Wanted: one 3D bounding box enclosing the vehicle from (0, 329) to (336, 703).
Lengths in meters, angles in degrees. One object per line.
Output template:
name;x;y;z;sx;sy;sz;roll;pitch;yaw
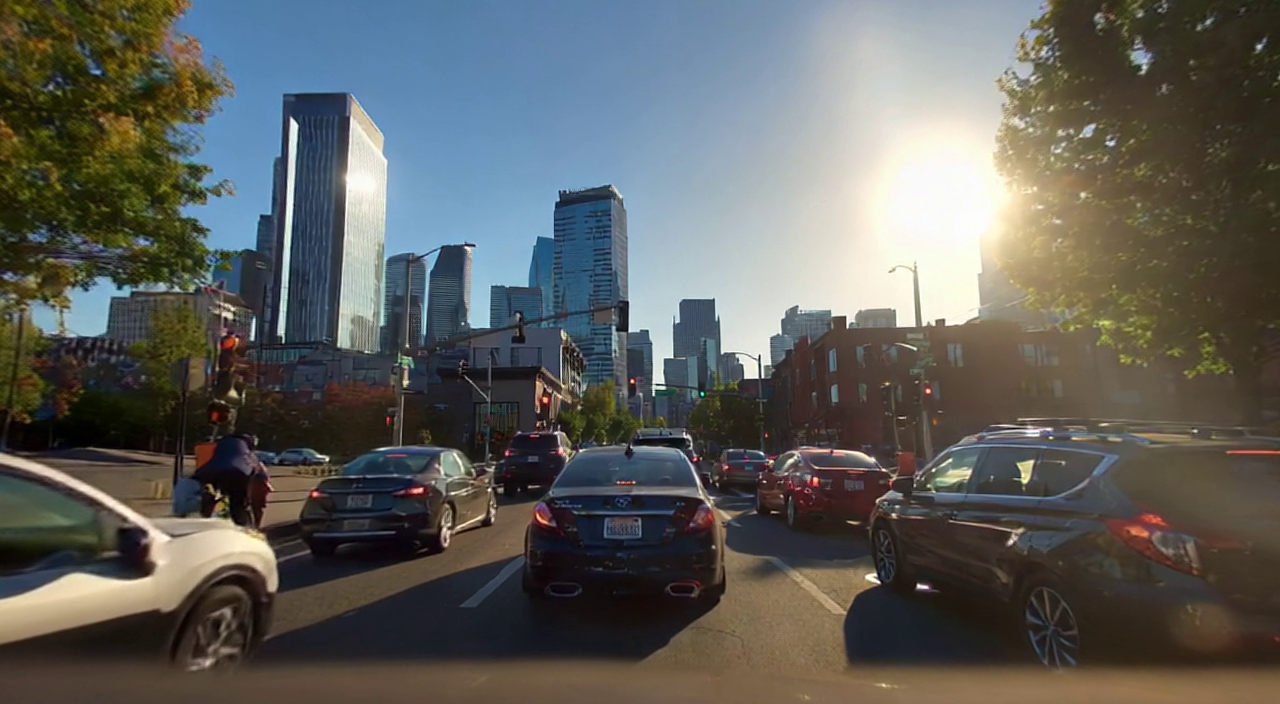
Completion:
vehicle;-3.120;0.776;1.848;2.181;1.723;4.550;0;-8;0

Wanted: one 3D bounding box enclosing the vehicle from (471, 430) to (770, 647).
vehicle;-0.142;1.552;6.253;2.031;1.461;3.763;0;-8;0

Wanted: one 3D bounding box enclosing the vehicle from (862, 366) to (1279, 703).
vehicle;3.342;1.160;4.182;2.179;1.631;4.173;0;-8;0

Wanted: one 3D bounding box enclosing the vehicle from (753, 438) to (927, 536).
vehicle;3.579;2.477;12.330;1.973;1.537;4.533;0;-8;1

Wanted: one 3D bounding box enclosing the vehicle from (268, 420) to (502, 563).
vehicle;-3.622;2.041;10.039;2.046;1.744;4.407;0;-8;-3
